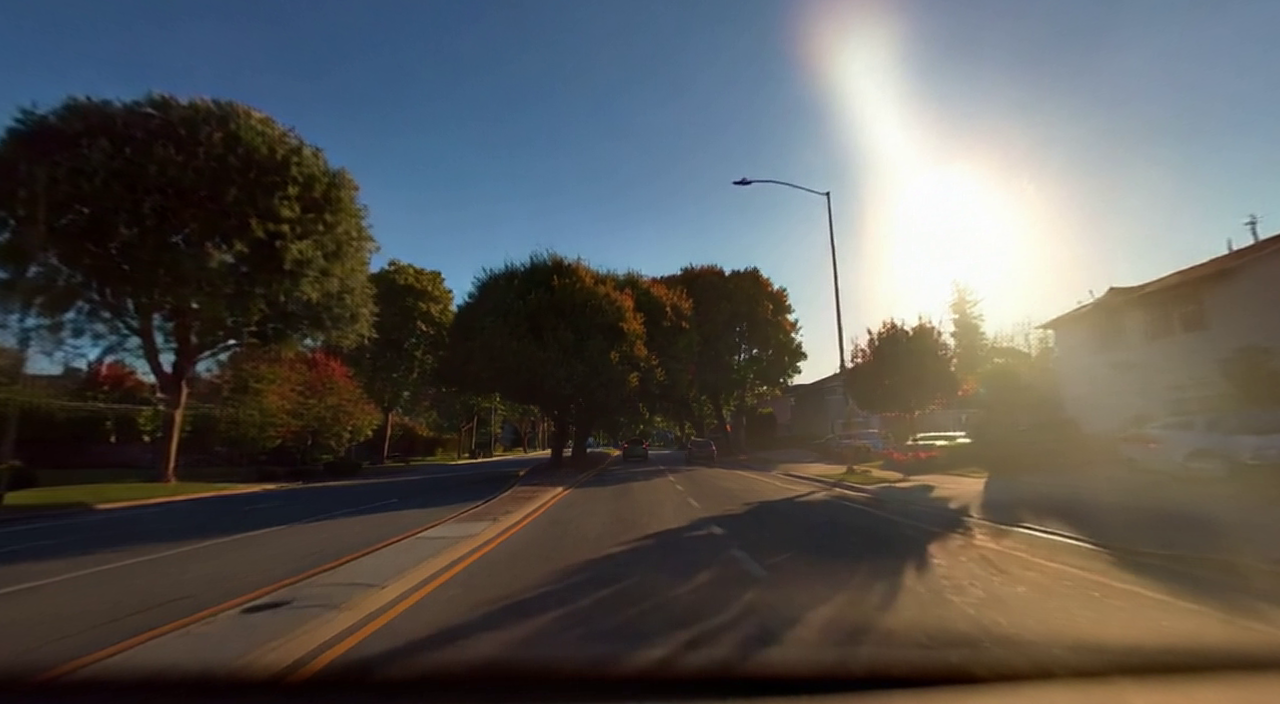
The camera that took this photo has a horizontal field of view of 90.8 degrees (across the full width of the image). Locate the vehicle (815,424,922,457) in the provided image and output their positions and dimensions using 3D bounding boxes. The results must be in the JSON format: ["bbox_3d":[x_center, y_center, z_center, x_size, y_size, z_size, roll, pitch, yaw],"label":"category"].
[{"bbox_3d":[11.308,4.447,31.515,4.557,1.509,1.971,-8,-12,44],"label":"vehicle"}]

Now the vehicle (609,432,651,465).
[{"bbox_3d":[-0.657,6.034,39.545,2.488,1.881,4.814,0,-8,-1],"label":"vehicle"}]

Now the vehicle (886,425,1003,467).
[{"bbox_3d":[11.415,3.544,23.837,1.799,1.431,3.486,8,-11,-43],"label":"vehicle"}]

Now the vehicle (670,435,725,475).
[{"bbox_3d":[2.466,4.543,28.026,2.003,1.614,4.072,0,-8,-1],"label":"vehicle"}]

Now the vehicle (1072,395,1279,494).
[{"bbox_3d":[11.157,1.796,12.232,2.047,1.682,4.074,7,-11,-40],"label":"vehicle"}]
